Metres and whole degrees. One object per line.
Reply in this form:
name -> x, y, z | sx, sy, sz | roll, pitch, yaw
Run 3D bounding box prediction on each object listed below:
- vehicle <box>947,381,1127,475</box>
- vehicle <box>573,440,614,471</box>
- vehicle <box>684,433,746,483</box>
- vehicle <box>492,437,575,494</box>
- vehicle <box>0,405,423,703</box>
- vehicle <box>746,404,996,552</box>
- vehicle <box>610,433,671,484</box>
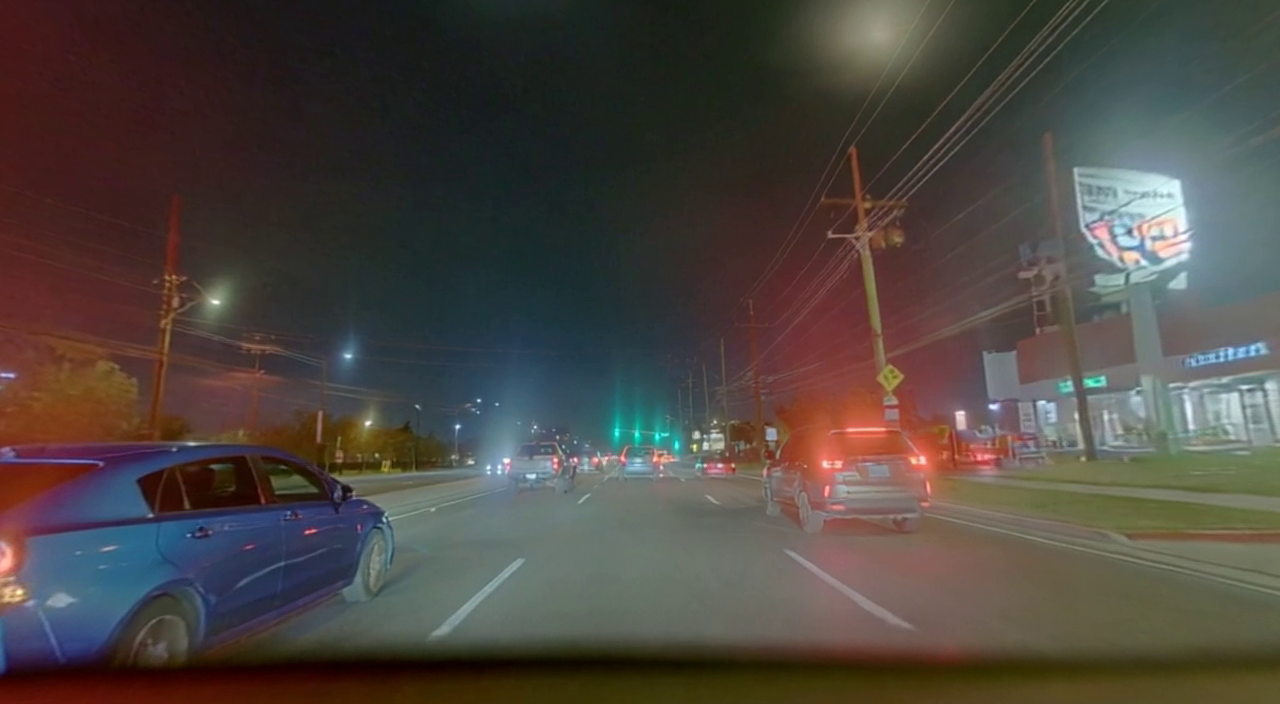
vehicle -> 12.570, 2.551, 20.651 | 2.477, 2.665, 5.203 | 0, -8, 1
vehicle -> -3.088, 7.076, 43.458 | 2.405, 2.009, 5.909 | 0, -8, 0
vehicle -> 3.082, 4.445, 26.752 | 2.026, 1.904, 4.102 | 0, -8, -1
vehicle -> -3.358, 3.654, 20.700 | 2.051, 1.671, 3.861 | 0, -8, 0
vehicle -> -3.230, 1.233, 4.138 | 2.022, 1.498, 4.471 | 0, -8, 0
vehicle -> 3.407, 1.996, 10.708 | 2.282, 1.897, 4.915 | 0, -8, -1
vehicle -> -0.013, 4.357, 26.170 | 2.326, 1.925, 4.253 | 0, -8, -1
